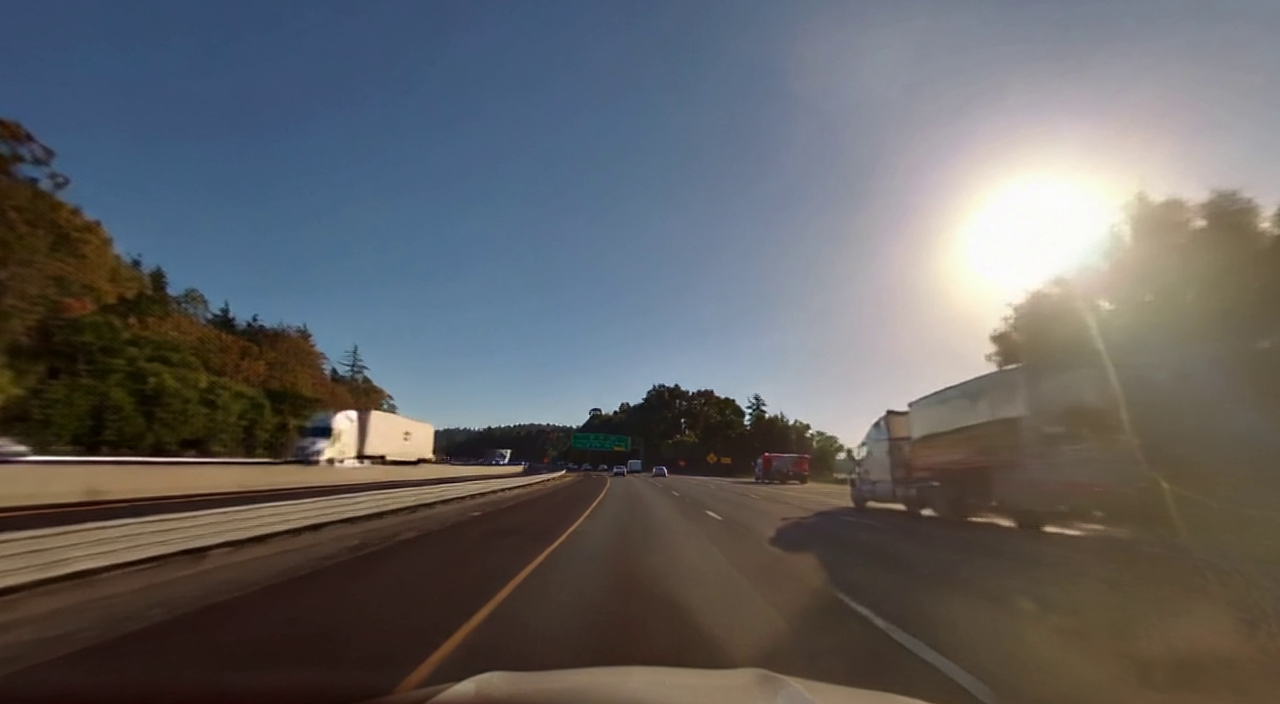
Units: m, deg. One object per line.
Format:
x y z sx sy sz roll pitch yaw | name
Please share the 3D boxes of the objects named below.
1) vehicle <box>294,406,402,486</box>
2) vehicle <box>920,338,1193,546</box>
-15.517 5.182 33.978 2.937 3.831 6.132 1 -11 -3 | vehicle
8.369 1.976 13.474 2.282 3.633 4.740 1 -11 -2 | vehicle
